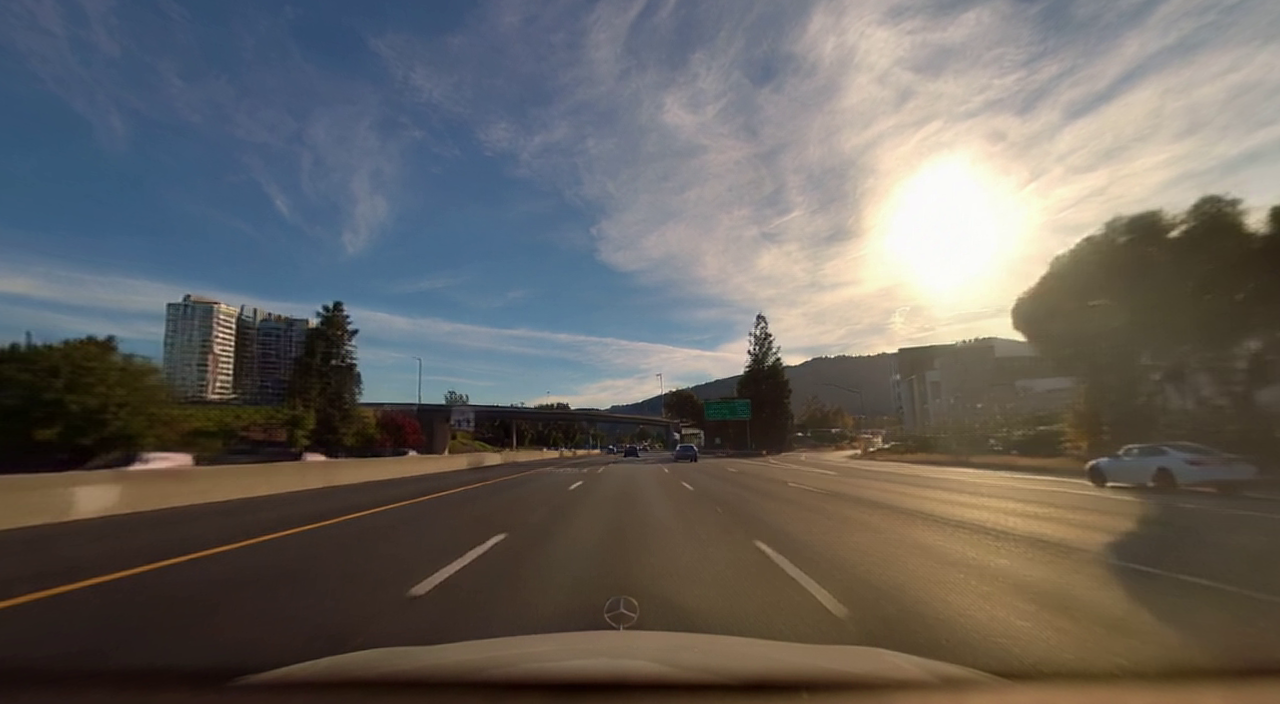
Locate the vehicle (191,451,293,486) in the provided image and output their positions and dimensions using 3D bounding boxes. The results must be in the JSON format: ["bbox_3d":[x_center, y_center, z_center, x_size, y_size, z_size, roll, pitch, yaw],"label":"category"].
[{"bbox_3d":[-18.935,5.541,30.341,1.907,1.490,4.498,0,-9,0],"label":"vehicle"}]

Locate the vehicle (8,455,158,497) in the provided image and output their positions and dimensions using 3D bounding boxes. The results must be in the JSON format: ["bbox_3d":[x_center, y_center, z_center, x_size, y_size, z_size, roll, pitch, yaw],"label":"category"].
[{"bbox_3d":[-23.022,5.108,26.427,1.902,1.486,4.729,0,-9,1],"label":"vehicle"}]

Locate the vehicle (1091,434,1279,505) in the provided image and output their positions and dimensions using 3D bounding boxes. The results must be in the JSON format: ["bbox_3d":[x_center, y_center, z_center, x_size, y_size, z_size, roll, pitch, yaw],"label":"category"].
[{"bbox_3d":[13.713,2.850,15.740,1.878,1.509,4.327,-1,-9,3],"label":"vehicle"}]
